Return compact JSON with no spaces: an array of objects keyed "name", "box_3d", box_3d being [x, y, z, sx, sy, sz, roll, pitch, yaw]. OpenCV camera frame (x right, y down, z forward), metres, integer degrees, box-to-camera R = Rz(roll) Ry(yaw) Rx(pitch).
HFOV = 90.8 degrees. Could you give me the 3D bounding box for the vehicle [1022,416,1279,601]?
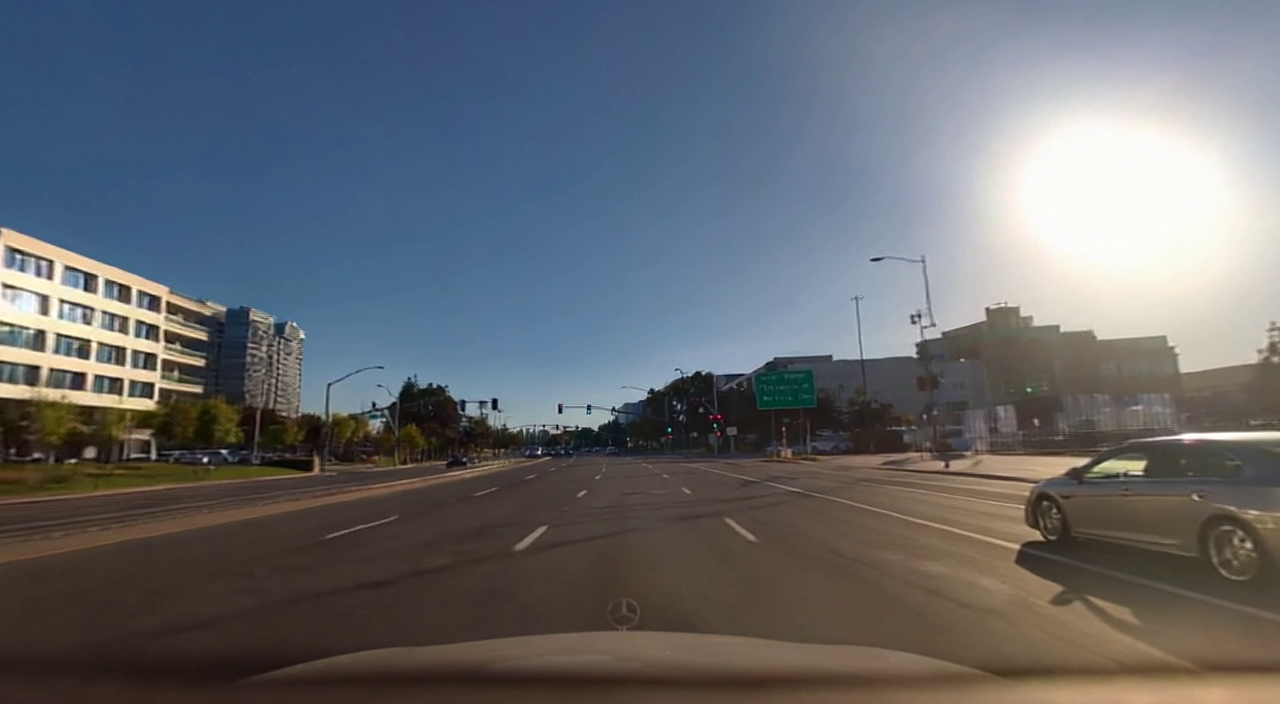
[{"name":"vehicle","box_3d":[6.236,1.429,6.194,2.070,1.491,4.575,0,-9,-1]}]
